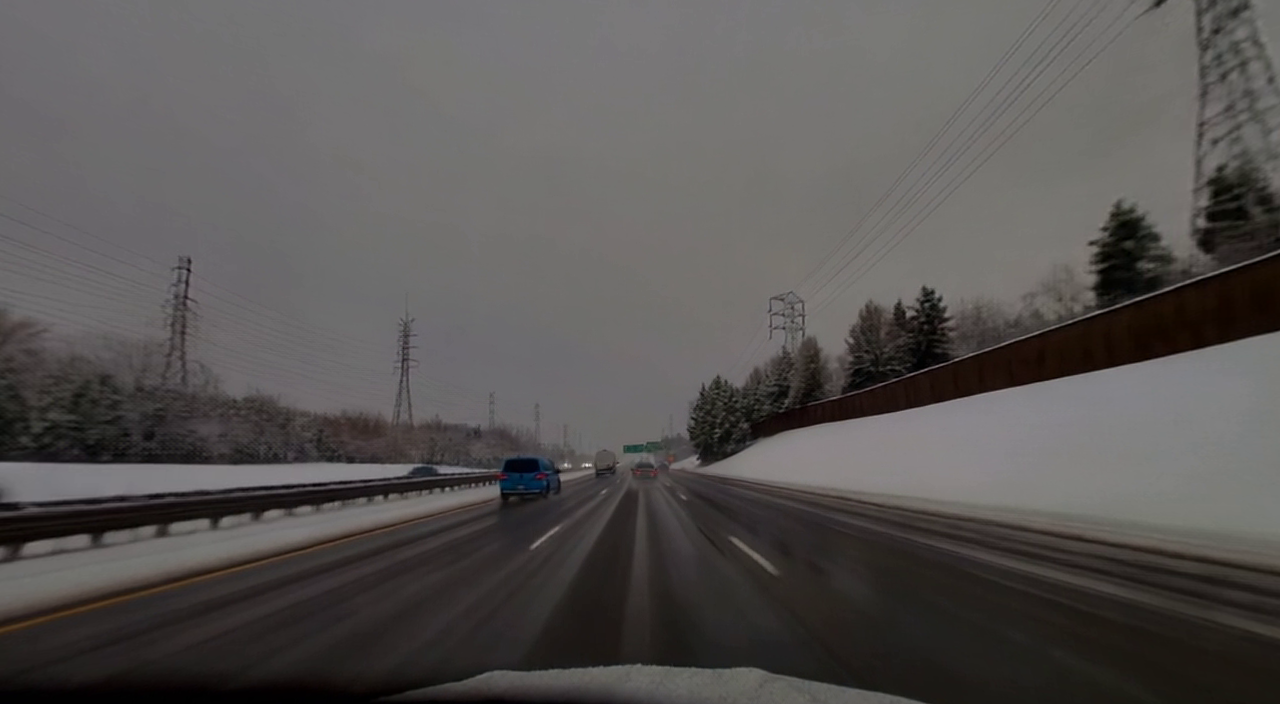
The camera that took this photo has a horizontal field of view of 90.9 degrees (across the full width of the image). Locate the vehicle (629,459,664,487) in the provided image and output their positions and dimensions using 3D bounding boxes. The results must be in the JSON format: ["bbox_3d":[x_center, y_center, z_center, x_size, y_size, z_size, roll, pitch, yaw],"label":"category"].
[{"bbox_3d":[0.352,7.298,38.075,2.006,1.554,3.863,1,-10,-1],"label":"vehicle"}]

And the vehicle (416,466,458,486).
[{"bbox_3d":[-15.400,9.431,47.985,1.793,1.429,4.114,1,-10,-1],"label":"vehicle"}]

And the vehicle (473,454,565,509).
[{"bbox_3d":[-3.757,4.139,20.434,2.023,1.541,4.543,1,-10,0],"label":"vehicle"}]
